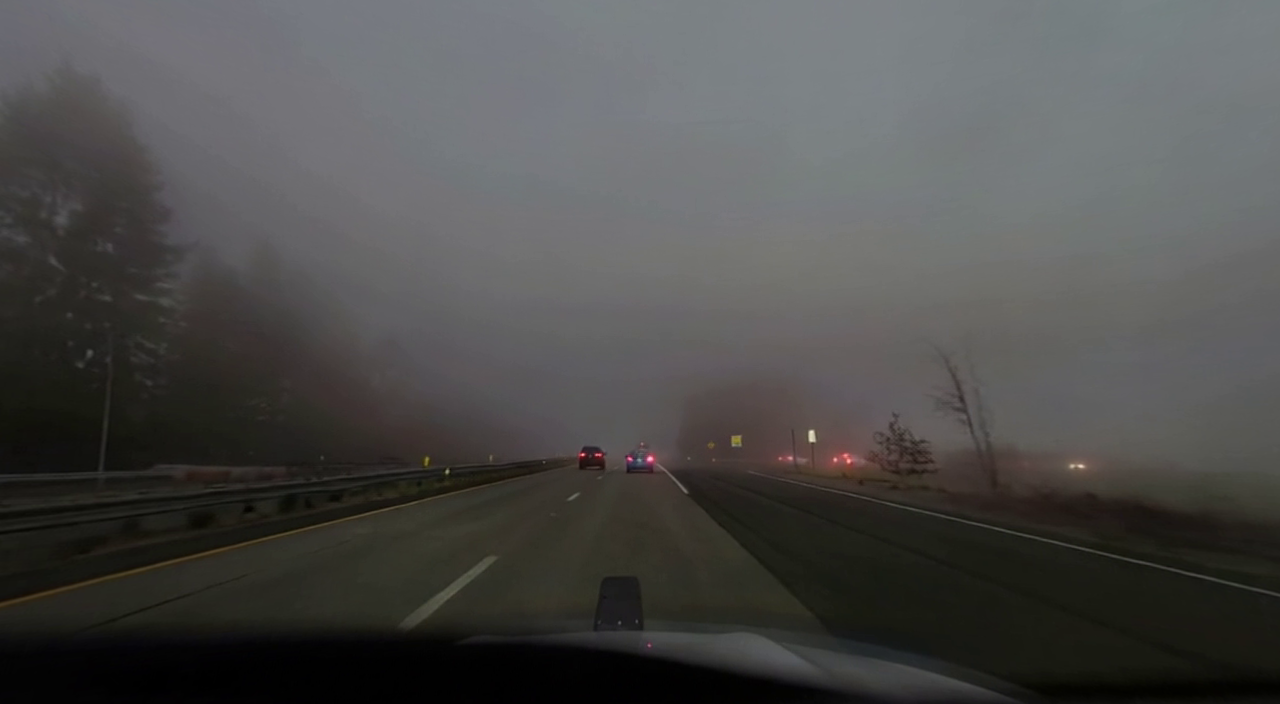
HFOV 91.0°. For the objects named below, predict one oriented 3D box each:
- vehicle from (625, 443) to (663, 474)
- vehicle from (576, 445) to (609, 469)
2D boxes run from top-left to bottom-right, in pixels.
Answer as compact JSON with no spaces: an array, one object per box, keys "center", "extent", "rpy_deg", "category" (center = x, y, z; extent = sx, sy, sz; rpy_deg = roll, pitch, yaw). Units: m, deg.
[{"center":[0.226,6.141,36.412],"extent":[2.130,1.684,3.826],"rpy_deg":[0,-9,0],"category":"vehicle"},{"center":[-3.576,8.047,48.421],"extent":[2.130,1.741,4.665],"rpy_deg":[0,-9,1],"category":"vehicle"}]
